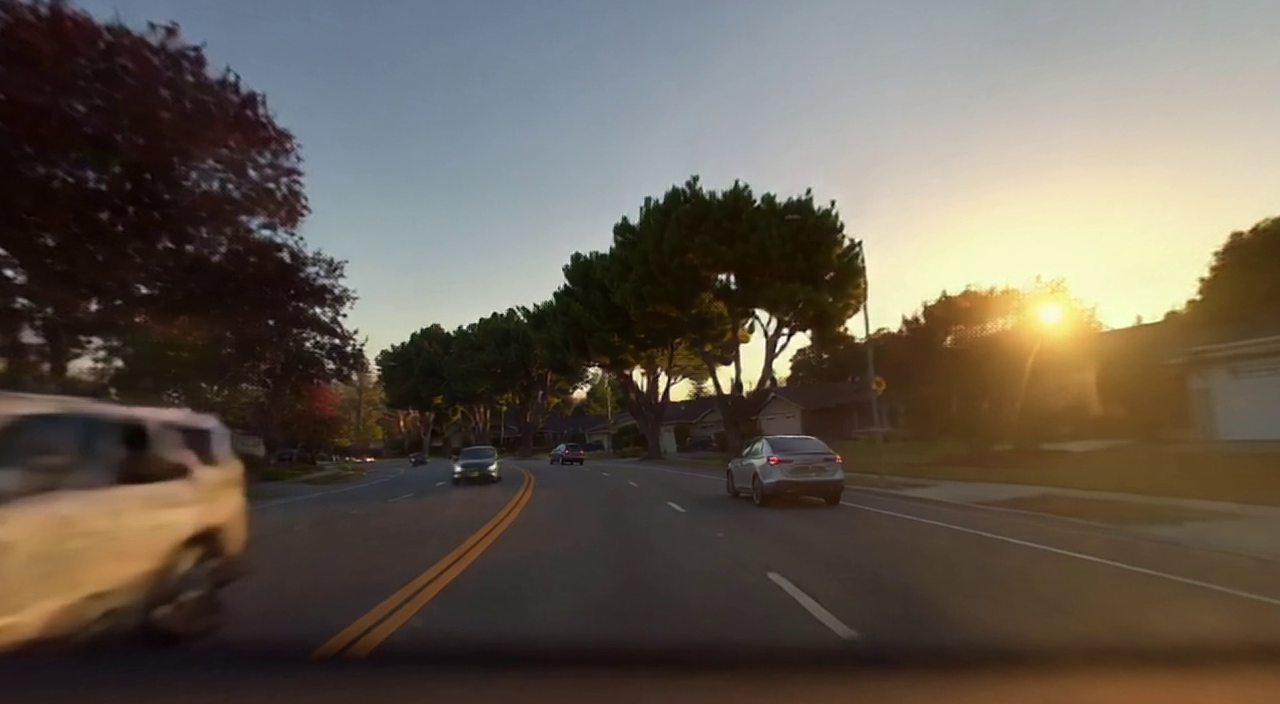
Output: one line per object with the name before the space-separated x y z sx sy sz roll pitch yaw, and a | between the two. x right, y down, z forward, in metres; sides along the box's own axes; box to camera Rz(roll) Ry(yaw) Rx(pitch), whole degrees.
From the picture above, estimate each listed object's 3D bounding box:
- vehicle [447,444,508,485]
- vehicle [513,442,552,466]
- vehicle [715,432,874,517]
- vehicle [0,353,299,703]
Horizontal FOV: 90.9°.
vehicle | -6.362 4.415 25.136 1.985 1.470 4.305 1 -8 -10
vehicle | -7.826 7.360 45.638 2.106 1.667 4.367 3 -9 -18
vehicle | 3.038 2.509 13.501 1.934 1.506 4.282 1 -8 -6
vehicle | -4.217 0.987 3.313 2.316 1.845 4.805 0 -8 -3
